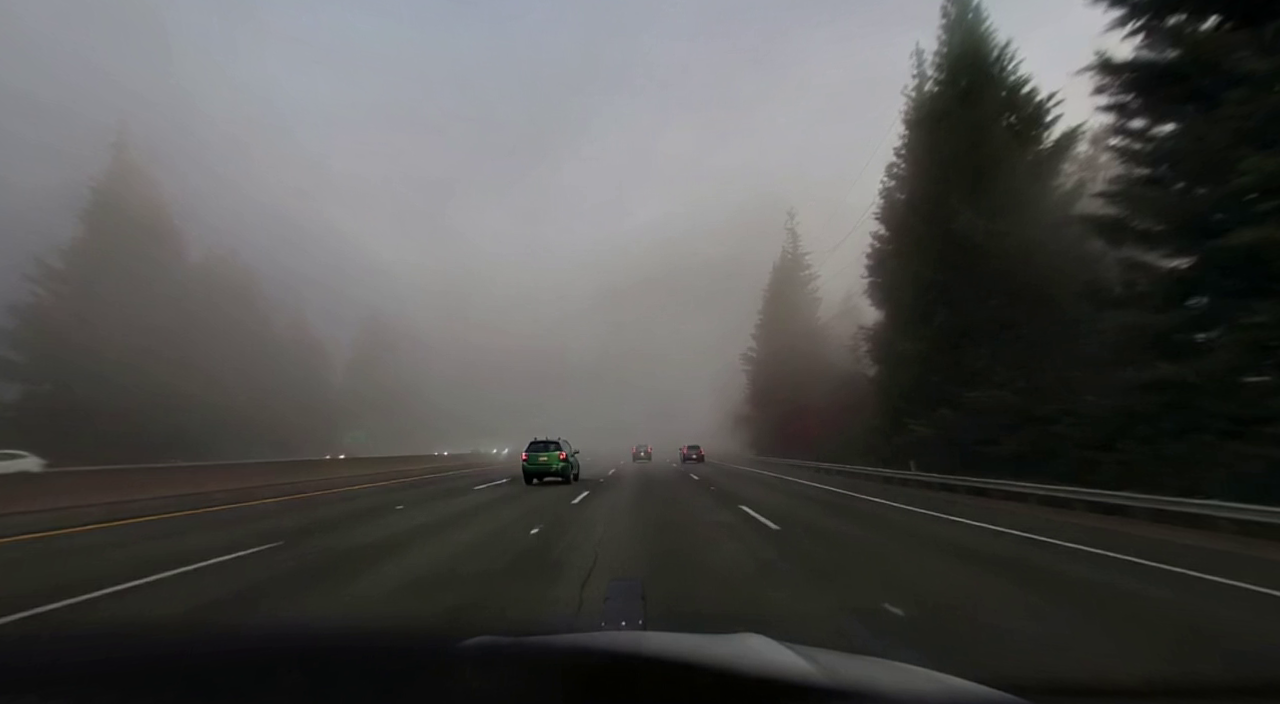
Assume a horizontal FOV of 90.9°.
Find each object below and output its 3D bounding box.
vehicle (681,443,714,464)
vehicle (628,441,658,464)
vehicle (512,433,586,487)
[{"bbox_3d":[4.214,7.538,46.878,1.964,1.479,4.252,0,-8,0],"label":"vehicle"},{"bbox_3d":[0.253,7.504,47.398,2.156,1.647,3.987,0,-8,1],"label":"vehicle"},{"bbox_3d":[-3.119,3.775,22.377,1.961,1.704,4.052,0,-8,1],"label":"vehicle"}]
